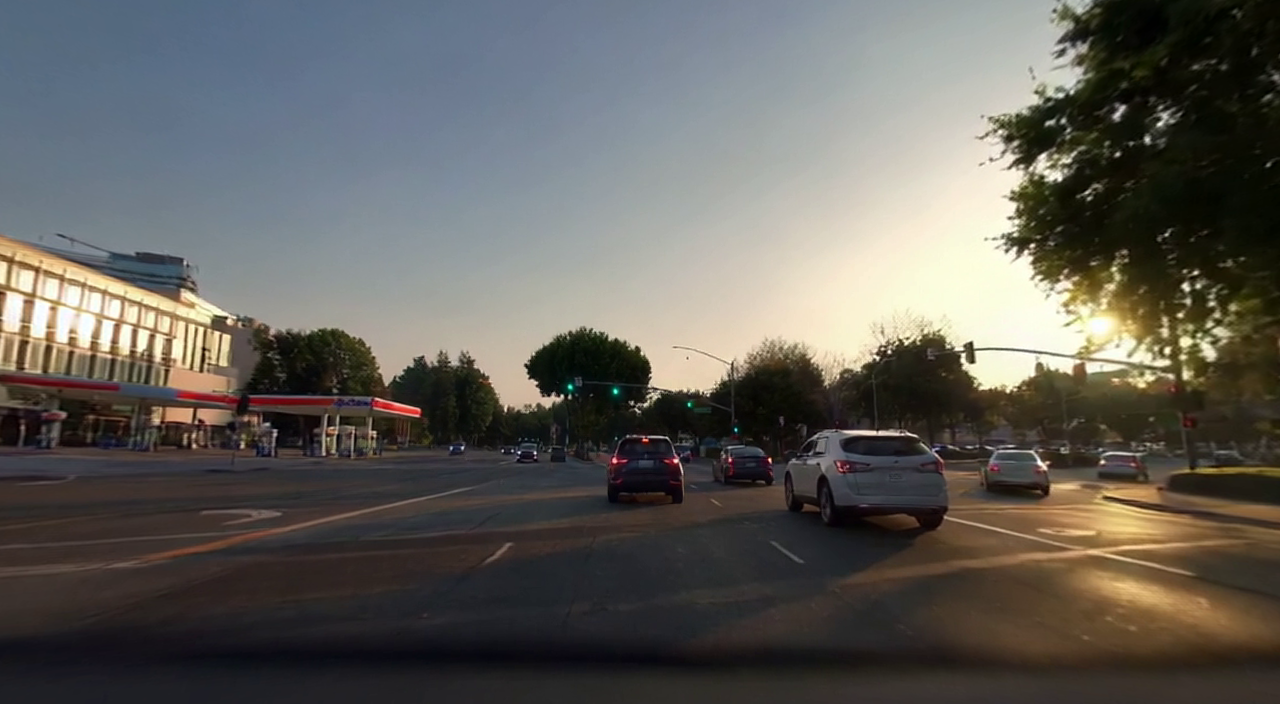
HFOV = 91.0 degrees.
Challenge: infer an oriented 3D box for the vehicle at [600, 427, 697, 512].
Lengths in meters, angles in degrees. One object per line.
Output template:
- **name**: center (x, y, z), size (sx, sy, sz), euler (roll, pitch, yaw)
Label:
- **vehicle**: center (0.157, 2.801, 15.481), size (2.051, 1.798, 4.168), euler (0, -8, -1)

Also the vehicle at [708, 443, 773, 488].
- **vehicle**: center (3.786, 4.313, 24.297), size (1.800, 1.592, 3.658), euler (0, -8, -2)

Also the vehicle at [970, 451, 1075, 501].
- **vehicle**: center (13.212, 4.262, 22.088), size (2.057, 1.473, 4.462), euler (-3, -9, 17)

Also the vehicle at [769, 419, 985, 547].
- **vehicle**: center (3.730, 2.131, 10.903), size (2.000, 1.745, 4.206), euler (0, -8, -1)

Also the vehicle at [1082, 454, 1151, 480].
- **vehicle**: center (31.054, 7.421, 40.969), size (4.636, 1.542, 2.096), euler (6, -10, -34)
